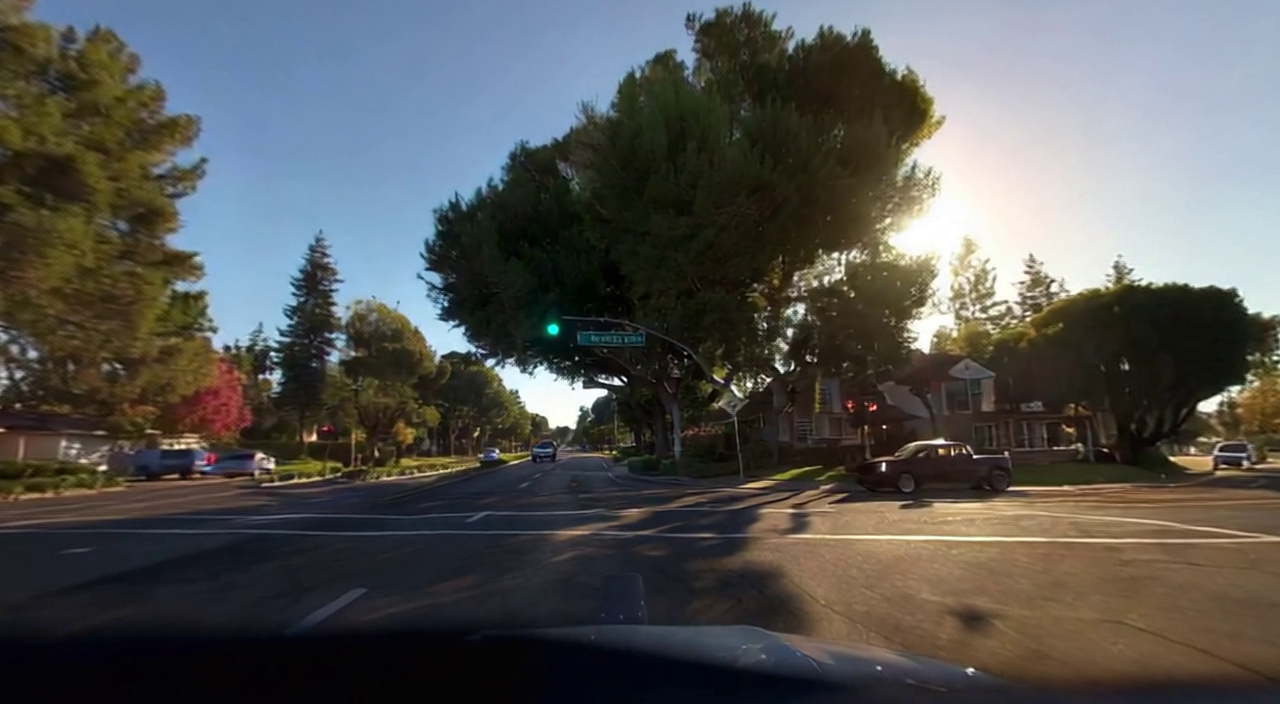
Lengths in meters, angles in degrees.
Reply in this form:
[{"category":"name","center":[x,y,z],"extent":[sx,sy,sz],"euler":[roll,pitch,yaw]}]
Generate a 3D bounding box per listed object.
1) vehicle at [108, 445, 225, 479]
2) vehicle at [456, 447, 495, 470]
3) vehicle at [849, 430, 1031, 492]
[{"category":"vehicle","center":[-25.947,6.023,34.762],"extent":[4.772,1.745,2.058],"euler":[0,-9,1]},{"category":"vehicle","center":[-11.847,7.674,45.809],"extent":[2.069,1.537,4.719],"euler":[1,-9,-6]},{"category":"vehicle","center":[9.036,3.300,19.312],"extent":[4.500,1.761,1.975],"euler":[0,-9,-4]}]
